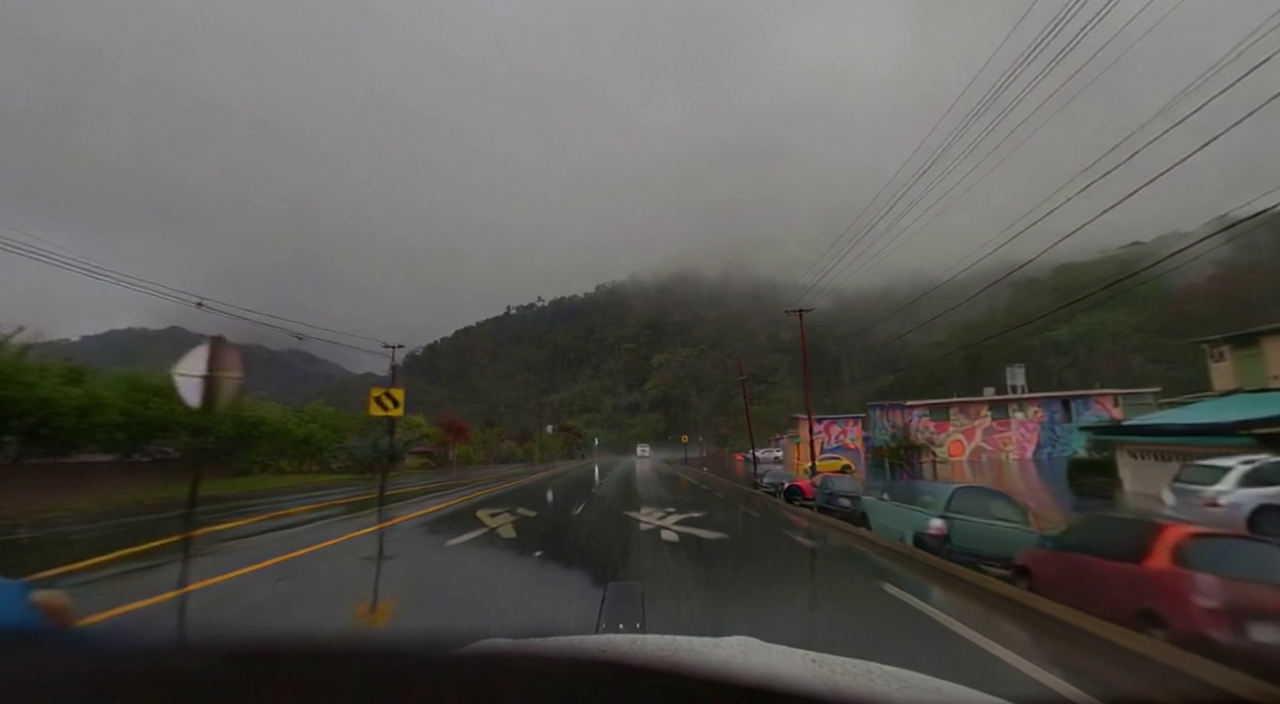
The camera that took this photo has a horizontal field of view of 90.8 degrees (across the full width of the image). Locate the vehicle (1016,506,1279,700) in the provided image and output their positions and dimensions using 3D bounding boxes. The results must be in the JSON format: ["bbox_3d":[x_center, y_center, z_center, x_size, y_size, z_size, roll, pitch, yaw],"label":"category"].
[{"bbox_3d":[6.893,2.853,7.975,1.797,1.401,4.088,0,-9,1],"label":"vehicle"}]

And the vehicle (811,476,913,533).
[{"bbox_3d":[7.098,4.895,20.652,1.849,1.439,4.143,0,-9,1],"label":"vehicle"}]

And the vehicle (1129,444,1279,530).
[{"bbox_3d":[15.249,3.239,15.501,4.798,1.934,1.908,0,-9,0],"label":"vehicle"}]

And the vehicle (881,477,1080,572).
[{"bbox_3d":[6.905,3.498,13.417,1.838,1.475,4.152,0,-9,-1],"label":"vehicle"}]
